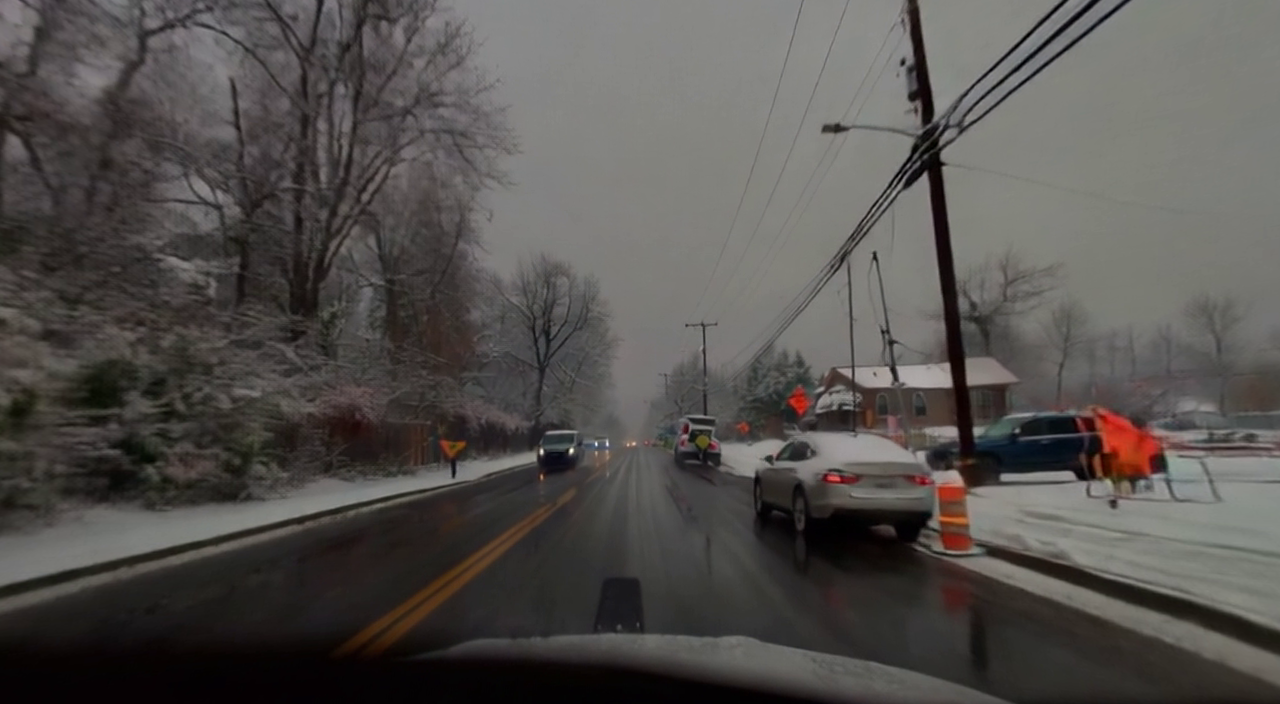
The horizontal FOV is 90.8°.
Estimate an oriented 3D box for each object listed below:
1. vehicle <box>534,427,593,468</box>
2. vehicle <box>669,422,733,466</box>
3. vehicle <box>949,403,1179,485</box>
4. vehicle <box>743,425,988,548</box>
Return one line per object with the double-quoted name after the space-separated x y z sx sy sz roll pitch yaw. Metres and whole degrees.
-3.836 4.981 32.895 2.358 1.921 5.675 0 -9 0 "vehicle"
3.098 4.940 33.729 2.759 2.114 6.152 0 -9 0 "vehicle"
11.278 2.493 17.133 4.633 2.059 2.050 0 -9 2 "vehicle"
3.161 2.003 10.145 2.006 1.482 4.722 0 -9 -3 "vehicle"
